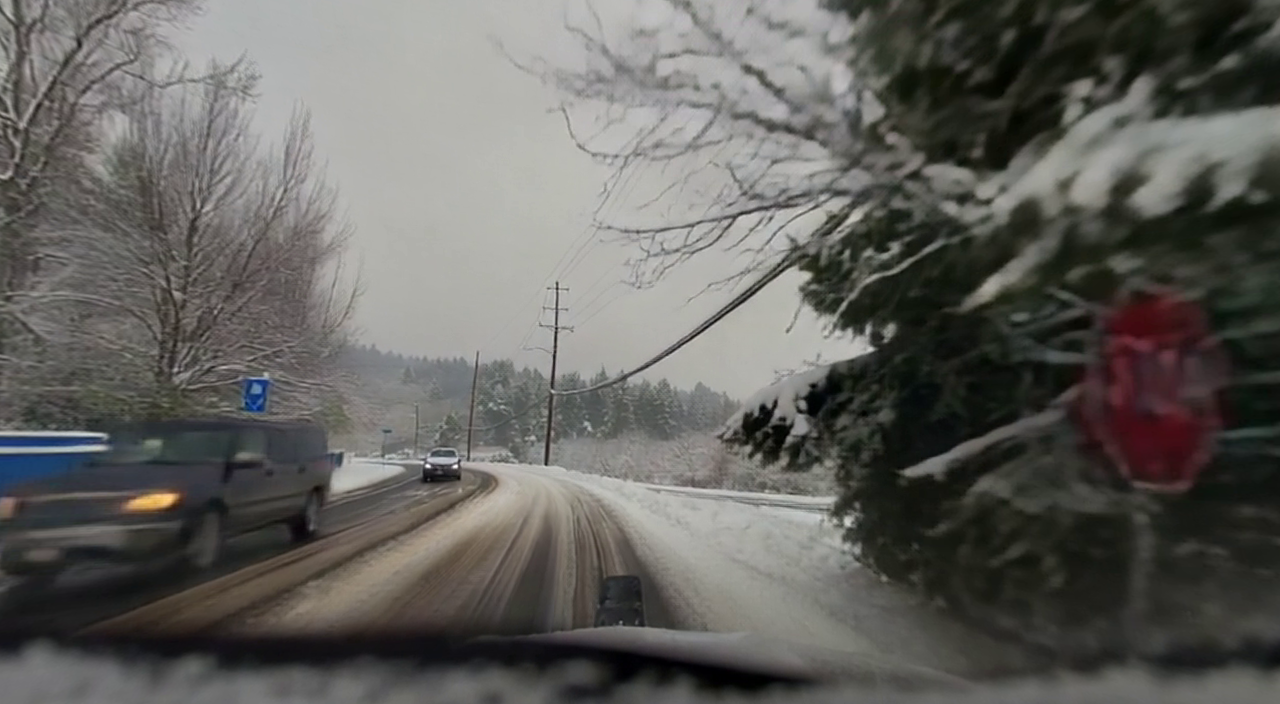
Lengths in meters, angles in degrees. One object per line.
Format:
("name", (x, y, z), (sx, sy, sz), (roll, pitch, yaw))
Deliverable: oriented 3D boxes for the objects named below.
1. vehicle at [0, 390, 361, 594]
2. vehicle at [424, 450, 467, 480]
("vehicle", (-5.534, 1.625, 8.103), (2.185, 1.901, 4.177), (0, -9, -4))
("vehicle", (-10.596, 6.106, 34.392), (2.034, 1.479, 4.521), (3, -9, -17))
